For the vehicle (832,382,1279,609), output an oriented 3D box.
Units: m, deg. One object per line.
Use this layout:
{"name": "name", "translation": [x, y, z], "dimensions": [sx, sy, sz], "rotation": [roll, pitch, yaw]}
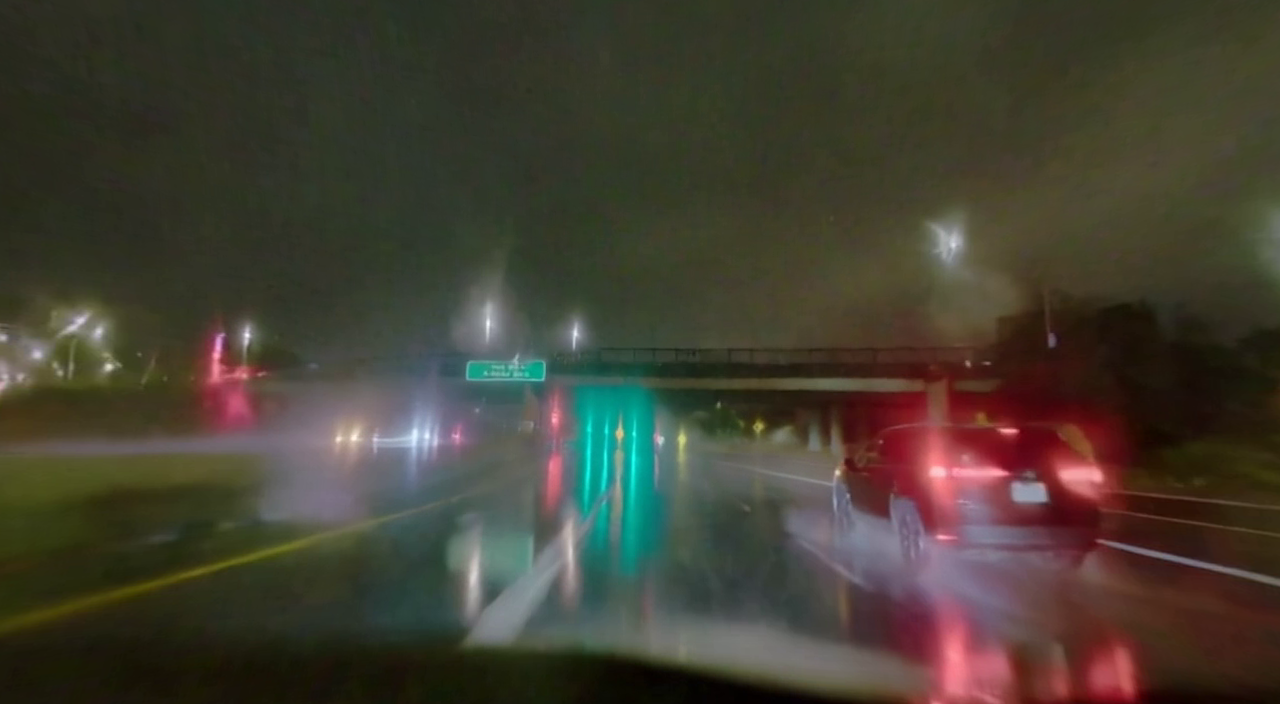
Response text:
{"name": "vehicle", "translation": [3.979, 1.434, 7.228], "dimensions": [2.039, 1.701, 4.834], "rotation": [0, -8, 0]}
